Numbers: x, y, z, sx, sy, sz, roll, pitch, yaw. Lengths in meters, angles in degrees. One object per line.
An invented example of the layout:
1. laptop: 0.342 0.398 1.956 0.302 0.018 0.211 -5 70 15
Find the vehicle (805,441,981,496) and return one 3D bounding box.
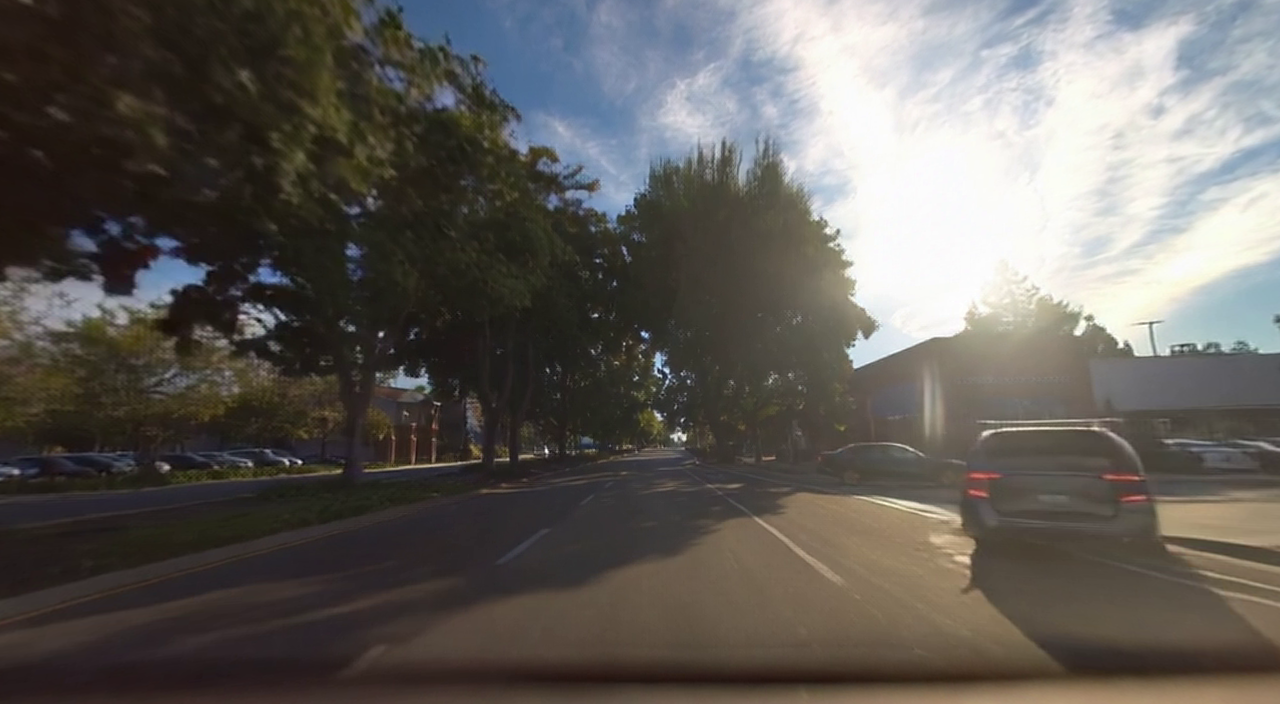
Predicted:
1. vehicle: 7.679 3.503 19.355 4.733 1.499 2.000 -4 -9 26

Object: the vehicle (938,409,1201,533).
1. vehicle: 8.701 2.273 12.710 5.157 1.991 2.477 5 -10 -34
